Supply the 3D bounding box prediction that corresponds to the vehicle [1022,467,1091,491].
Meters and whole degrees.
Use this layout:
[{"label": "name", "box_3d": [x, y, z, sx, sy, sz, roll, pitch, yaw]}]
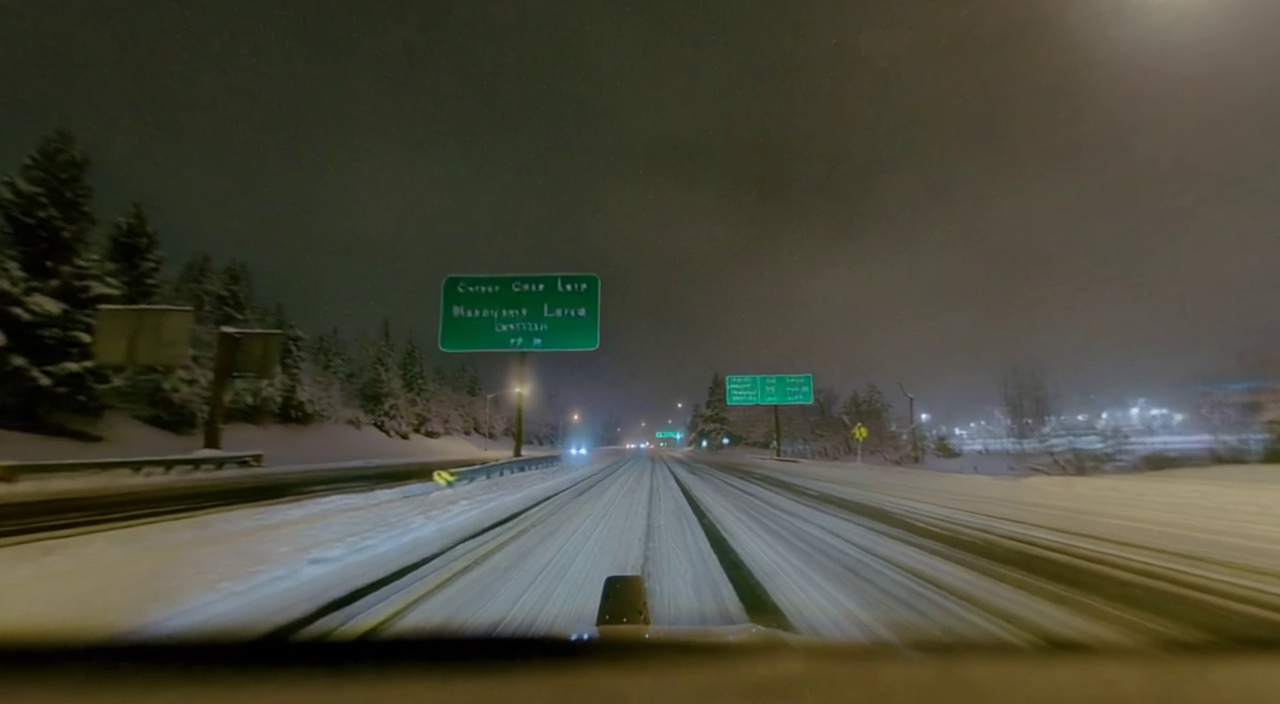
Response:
[{"label": "vehicle", "box_3d": [29.448, 8.973, 44.772, 1.909, 1.461, 4.719, -1, -9, 3]}]
